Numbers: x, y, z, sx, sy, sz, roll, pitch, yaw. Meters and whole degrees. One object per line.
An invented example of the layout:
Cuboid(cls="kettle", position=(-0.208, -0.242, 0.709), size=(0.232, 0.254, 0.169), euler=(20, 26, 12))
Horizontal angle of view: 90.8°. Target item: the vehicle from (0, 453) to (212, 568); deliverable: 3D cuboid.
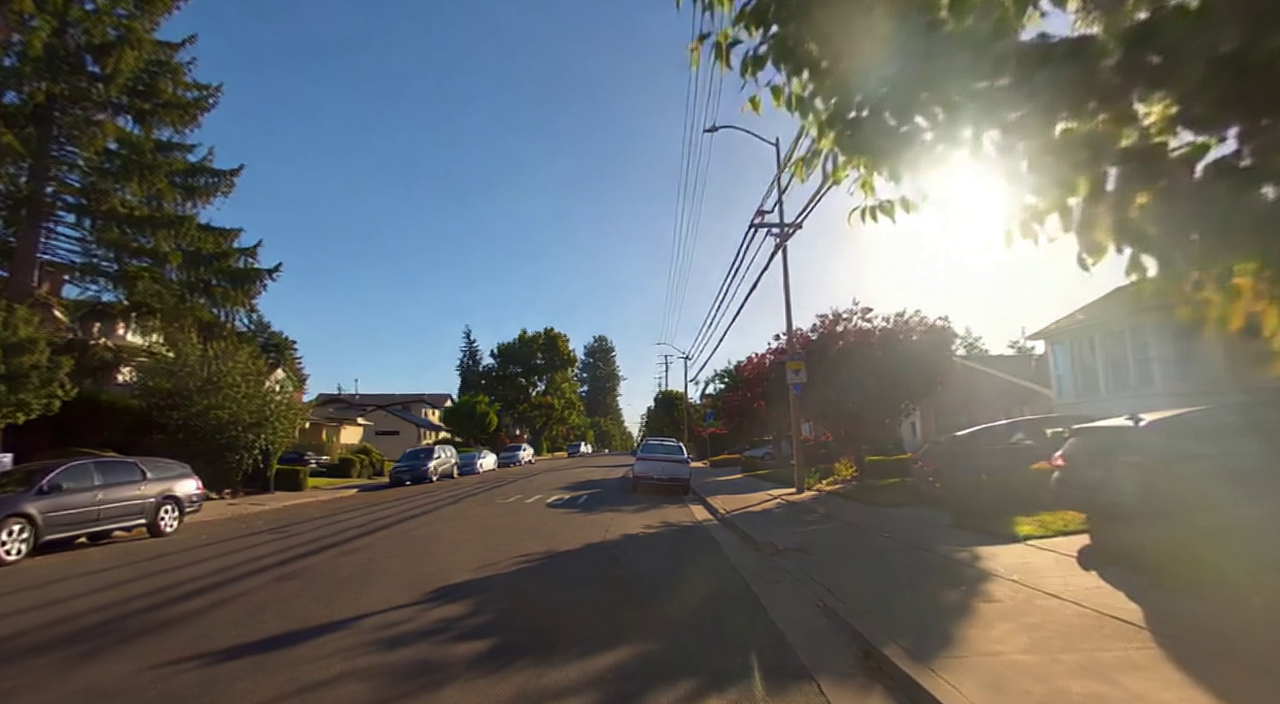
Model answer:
Cuboid(cls="vehicle", position=(-9.415, 2.373, 10.027), size=(1.968, 1.449, 4.502), euler=(0, -8, 2))

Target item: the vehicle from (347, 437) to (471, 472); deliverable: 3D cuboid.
Cuboid(cls="vehicle", position=(-13.683, 6.110, 37.720), size=(6.488, 2.009, 2.354), euler=(0, -9, 1))

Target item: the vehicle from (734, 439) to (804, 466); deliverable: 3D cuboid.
Cuboid(cls="vehicle", position=(8.140, 6.377, 40.222), size=(4.075, 1.674, 1.811), euler=(0, -8, 1))

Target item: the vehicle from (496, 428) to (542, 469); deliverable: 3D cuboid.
Cuboid(cls="vehicle", position=(-9.111, 7.360, 48.189), size=(2.199, 2.902, 5.848), euler=(0, -8, 1))

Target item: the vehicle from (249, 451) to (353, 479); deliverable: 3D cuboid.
Cuboid(cls="vehicle", position=(-17.963, 6.010, 33.632), size=(4.481, 1.420, 1.712), euler=(0, -9, -3))

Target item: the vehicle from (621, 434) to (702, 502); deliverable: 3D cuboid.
Cuboid(cls="vehicle", position=(0.576, 2.972, 16.494), size=(1.908, 1.572, 3.105), euler=(0, -8, 3))
